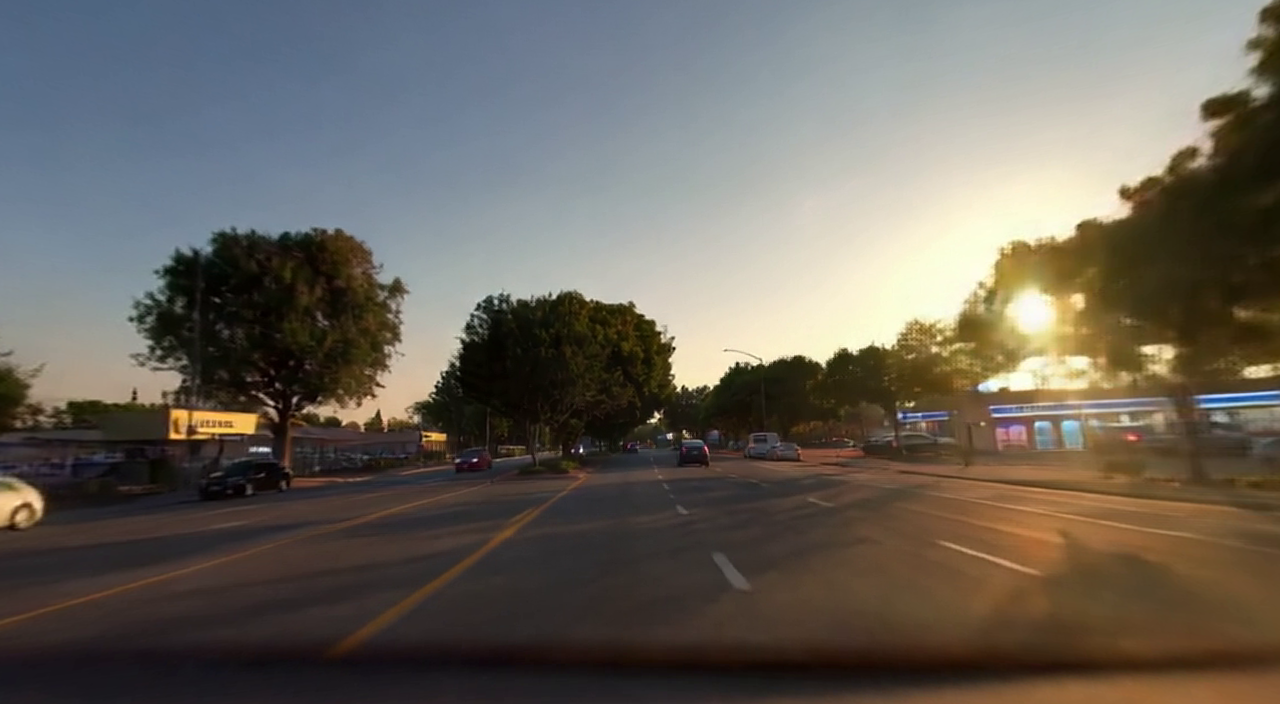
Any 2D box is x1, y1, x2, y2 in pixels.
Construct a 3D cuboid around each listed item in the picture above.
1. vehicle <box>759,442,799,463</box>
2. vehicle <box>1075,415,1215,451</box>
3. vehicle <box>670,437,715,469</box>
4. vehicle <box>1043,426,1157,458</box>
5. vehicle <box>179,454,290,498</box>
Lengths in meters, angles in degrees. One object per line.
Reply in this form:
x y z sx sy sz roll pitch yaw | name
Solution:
10.199 7.399 46.676 1.857 1.411 4.859 0 -9 0 | vehicle
30.412 4.981 38.316 2.102 1.965 6.159 7 -11 -36 | vehicle
2.732 5.420 34.024 1.957 1.643 4.226 0 -9 -1 | vehicle
23.885 4.703 32.937 1.843 1.490 4.282 2 -9 -37 | vehicle
-18.092 5.511 28.486 2.045 1.727 4.503 0 -9 -2 | vehicle
